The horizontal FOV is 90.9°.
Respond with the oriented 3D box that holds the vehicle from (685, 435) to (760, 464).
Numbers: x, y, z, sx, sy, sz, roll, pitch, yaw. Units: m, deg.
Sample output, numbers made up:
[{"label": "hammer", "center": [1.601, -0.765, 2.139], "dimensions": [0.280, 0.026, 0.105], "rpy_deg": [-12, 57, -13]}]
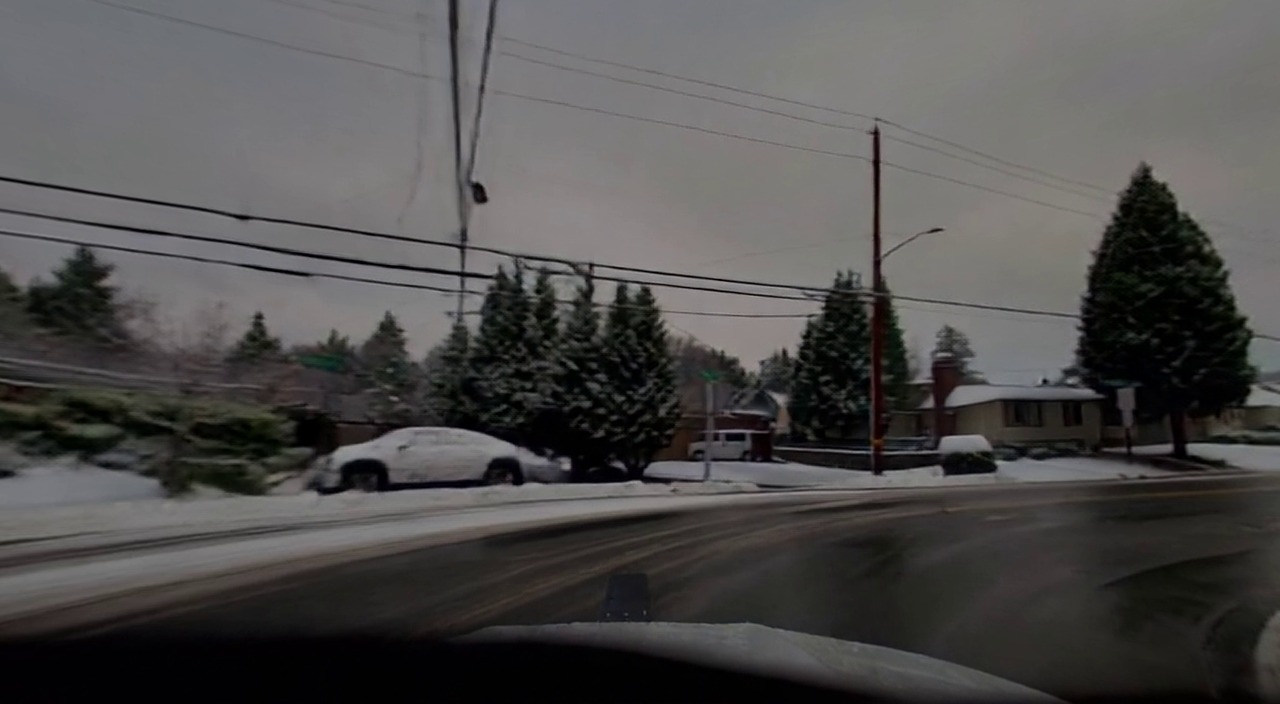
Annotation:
[{"label": "vehicle", "center": [4.637, 5.481, 35.641], "dimensions": [3.784, 1.532, 1.650], "rpy_deg": [1, -8, -14]}]
